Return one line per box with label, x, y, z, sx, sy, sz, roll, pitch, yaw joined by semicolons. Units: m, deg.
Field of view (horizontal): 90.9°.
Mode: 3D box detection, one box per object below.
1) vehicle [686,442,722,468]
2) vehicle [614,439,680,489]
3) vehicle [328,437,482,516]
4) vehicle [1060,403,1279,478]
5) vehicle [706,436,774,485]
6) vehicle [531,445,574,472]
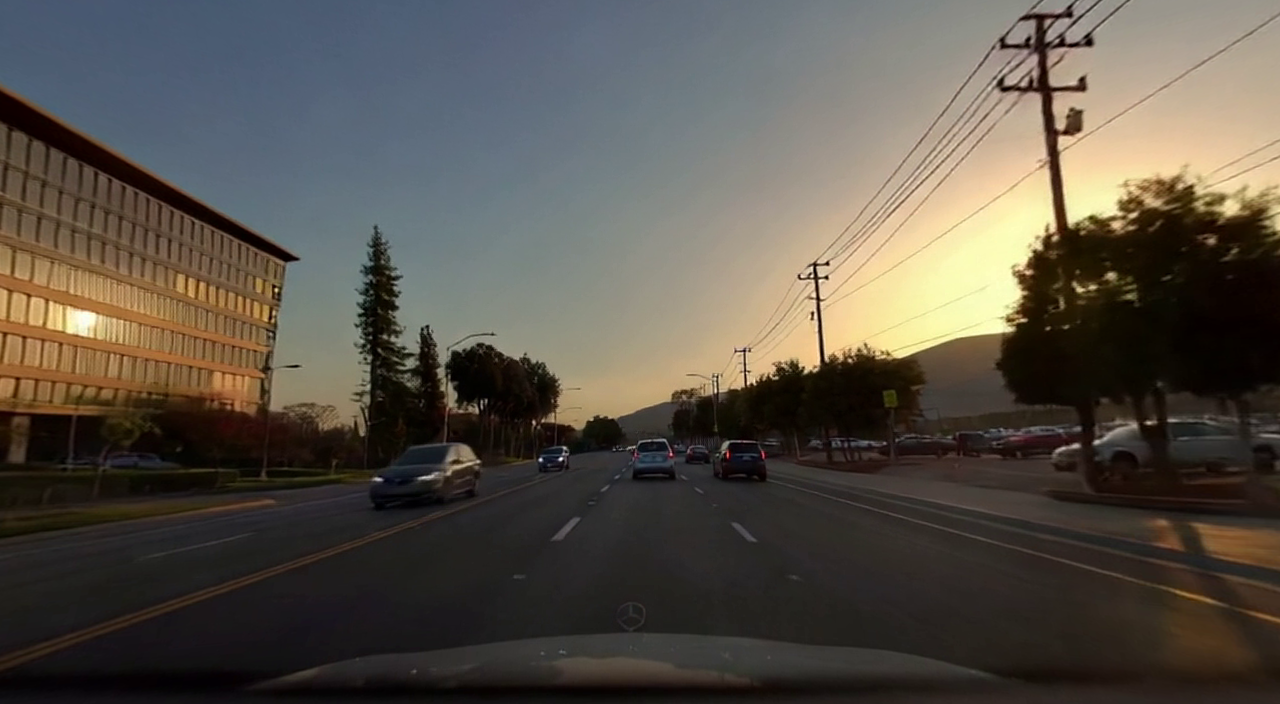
vehicle;4.414;7.182;44.147;2.024;1.711;4.512;0;-9;0
vehicle;0.264;4.079;23.325;2.200;1.653;4.127;0;-9;1
vehicle;-6.068;3.271;17.112;2.193;1.802;4.946;0;-9;1
vehicle;15.477;2.511;17.806;5.731;1.720;2.822;-9;-11;31
vehicle;3.702;4.088;23.973;1.914;1.698;4.049;0;-9;0
vehicle;-5.889;7.211;42.810;2.187;1.711;4.505;0;-9;1
